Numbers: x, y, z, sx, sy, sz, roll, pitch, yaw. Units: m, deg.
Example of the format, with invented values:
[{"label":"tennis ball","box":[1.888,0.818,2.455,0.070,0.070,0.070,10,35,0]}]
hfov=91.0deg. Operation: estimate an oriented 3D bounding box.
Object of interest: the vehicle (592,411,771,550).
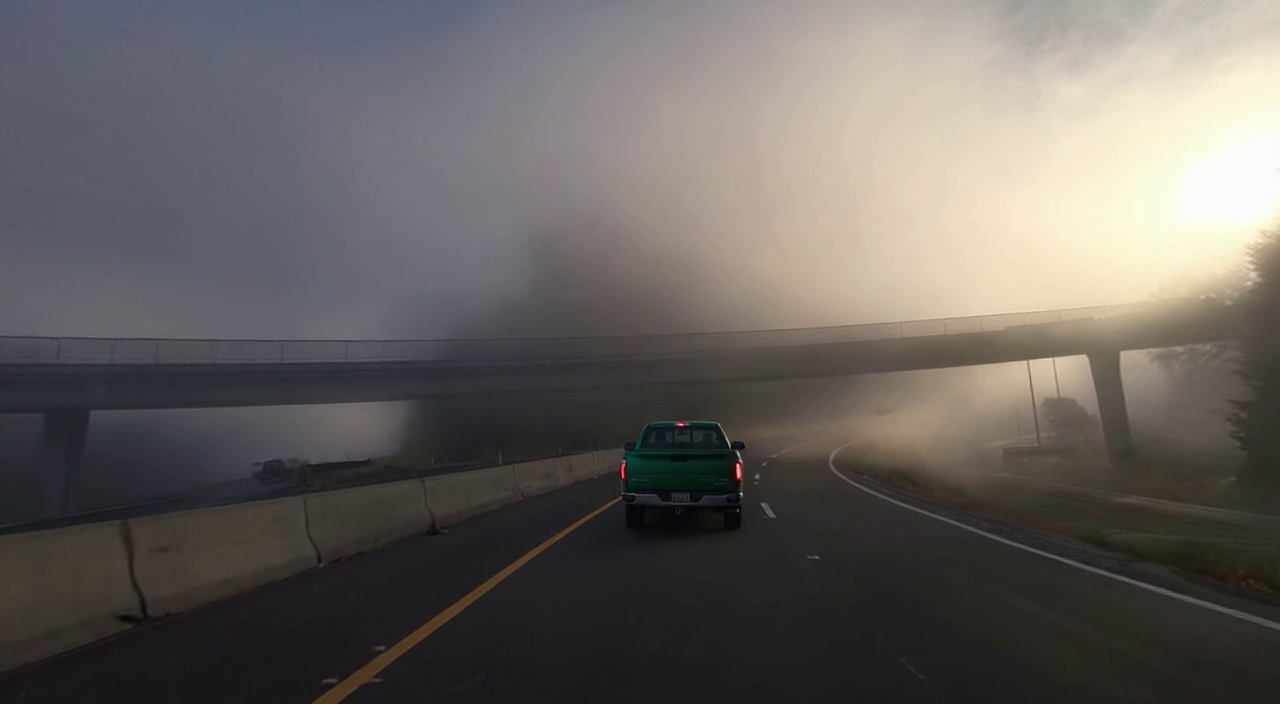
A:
[{"label":"vehicle","box":[0.695,1.935,10.177,2.235,1.716,4.435,-1,-8,5]}]
